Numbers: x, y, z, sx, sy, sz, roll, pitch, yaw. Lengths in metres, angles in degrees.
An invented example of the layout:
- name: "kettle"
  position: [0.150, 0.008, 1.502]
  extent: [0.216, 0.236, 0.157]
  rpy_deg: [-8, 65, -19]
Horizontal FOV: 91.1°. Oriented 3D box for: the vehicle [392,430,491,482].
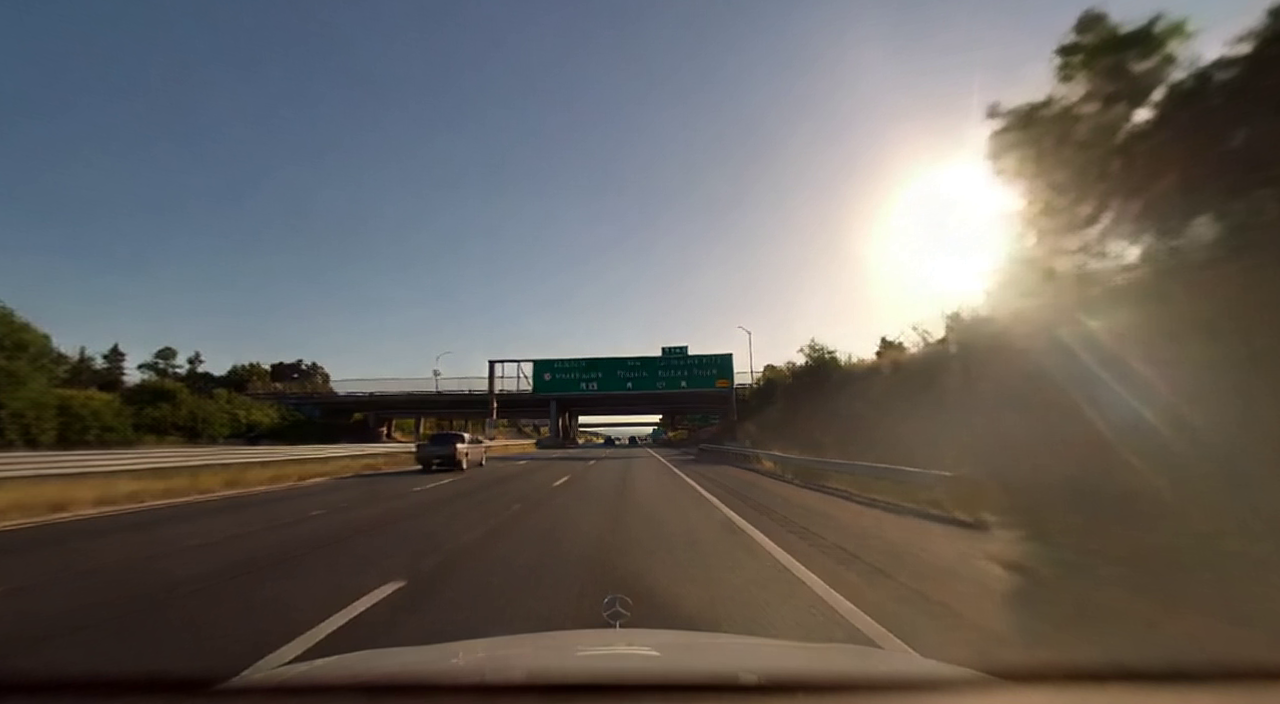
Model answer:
- name: "vehicle"
  position: [-7.004, 3.694, 22.794]
  extent: [2.111, 1.662, 4.630]
  rpy_deg: [0, -8, 0]
